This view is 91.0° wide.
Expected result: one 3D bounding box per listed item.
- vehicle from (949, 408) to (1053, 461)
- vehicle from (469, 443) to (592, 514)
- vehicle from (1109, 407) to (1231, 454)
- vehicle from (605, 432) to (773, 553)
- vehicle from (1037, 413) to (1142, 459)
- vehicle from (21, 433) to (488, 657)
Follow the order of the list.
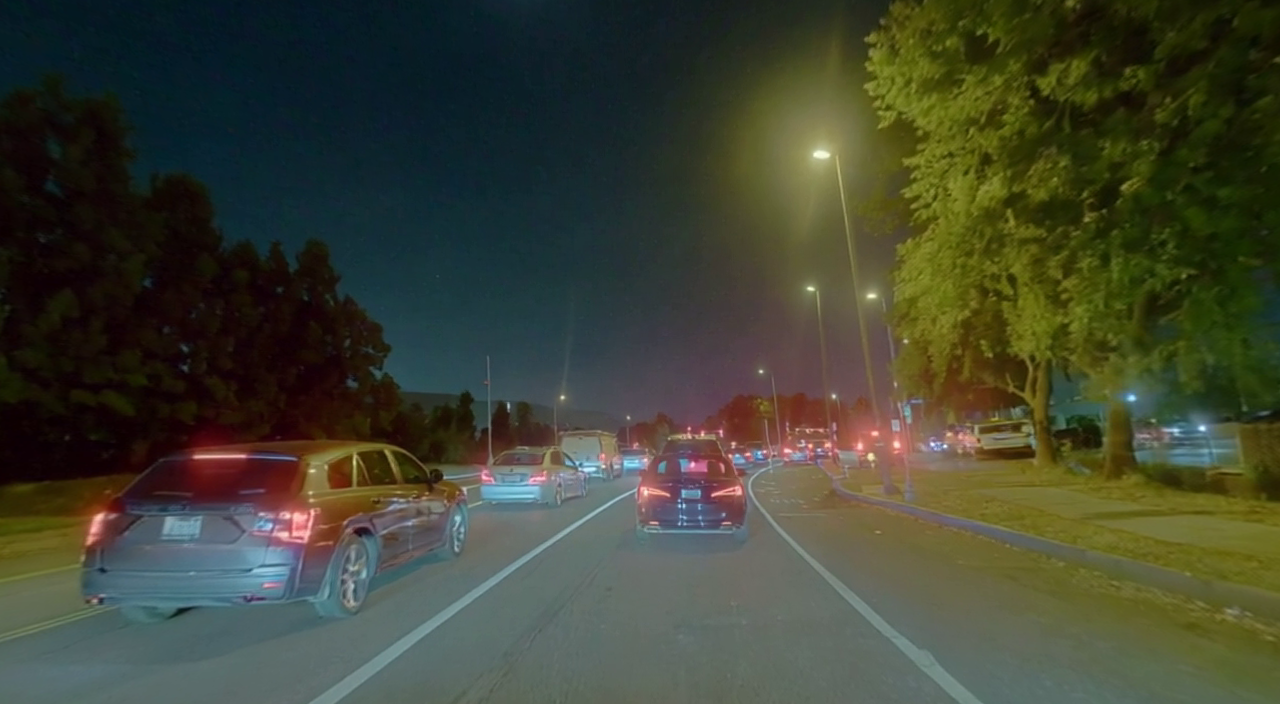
[{"bbox_3d":[14.551,3.417,25.735,2.288,1.933,4.612,-2,-9,12],"label":"vehicle"},{"bbox_3d":[-2.501,3.006,15.520,1.870,1.490,4.187,-1,-9,6],"label":"vehicle"},{"bbox_3d":[20.551,3.094,24.643,1.902,1.529,3.937,-7,-9,13],"label":"vehicle"},{"bbox_3d":[0.752,2.113,10.174,2.142,1.528,4.133,-1,-9,4],"label":"vehicle"},{"bbox_3d":[17.930,3.396,25.358,1.803,1.518,3.893,-7,-9,10],"label":"vehicle"},{"bbox_3d":[-3.201,1.650,6.519,1.940,1.502,4.241,-1,-9,4],"label":"vehicle"}]
